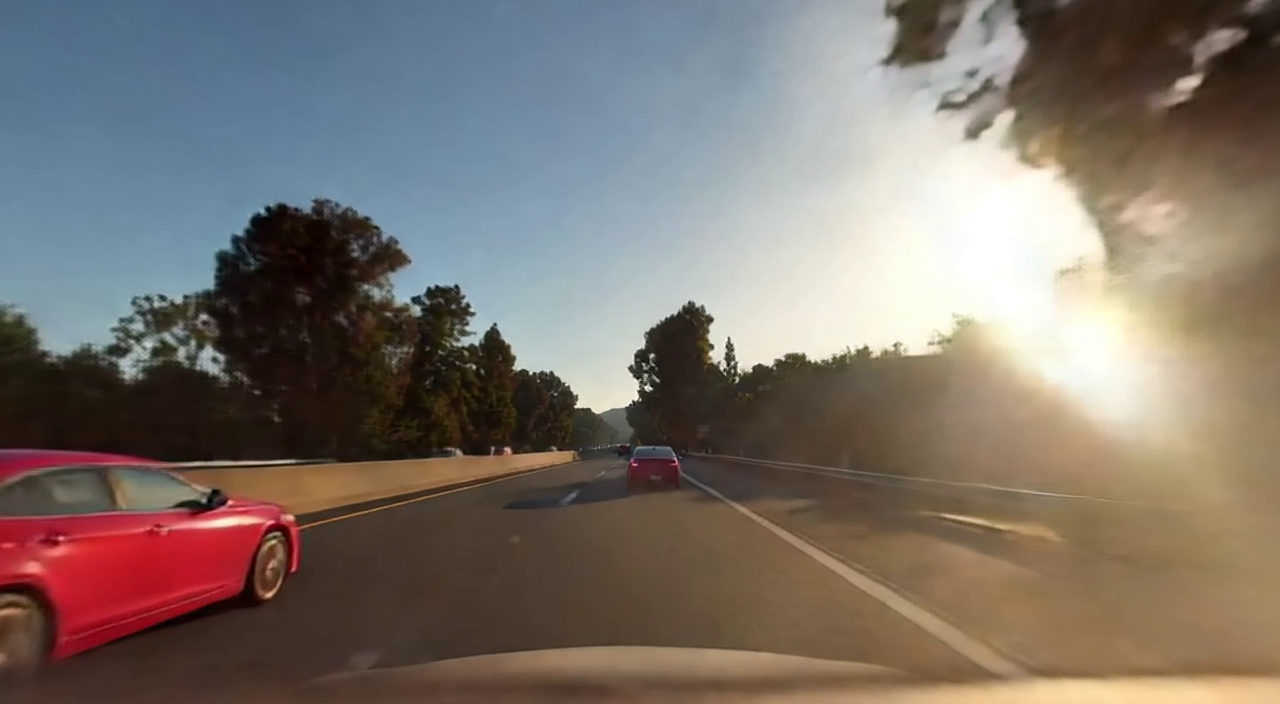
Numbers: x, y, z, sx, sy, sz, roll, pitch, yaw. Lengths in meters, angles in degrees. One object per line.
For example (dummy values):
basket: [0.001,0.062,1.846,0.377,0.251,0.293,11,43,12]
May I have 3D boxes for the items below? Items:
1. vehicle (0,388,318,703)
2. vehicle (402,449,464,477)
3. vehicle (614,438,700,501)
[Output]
vehicle: [-3.692,1.036,3.191,2.083,1.548,4.251,0,-9,-4]
vehicle: [-12.706,6.818,38.777,1.888,1.547,4.445,-1,-9,7]
vehicle: [0.341,3.213,17.515,2.021,1.533,4.014,0,-9,-4]
